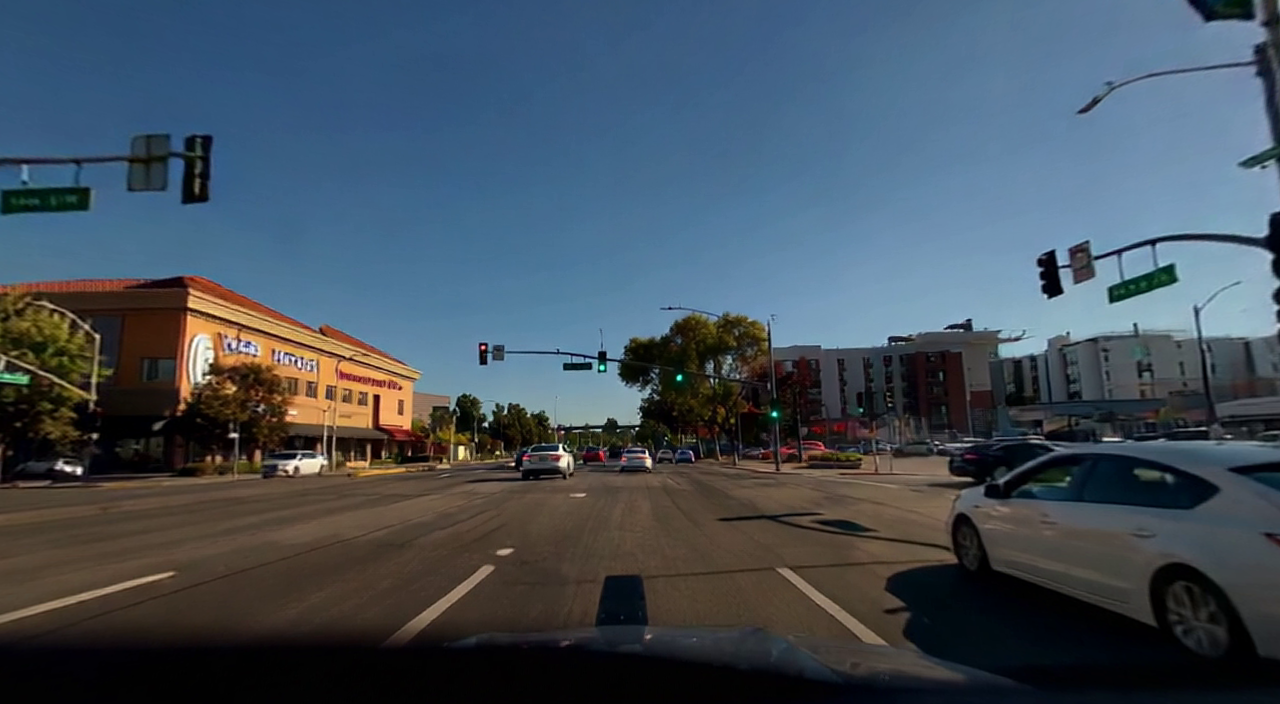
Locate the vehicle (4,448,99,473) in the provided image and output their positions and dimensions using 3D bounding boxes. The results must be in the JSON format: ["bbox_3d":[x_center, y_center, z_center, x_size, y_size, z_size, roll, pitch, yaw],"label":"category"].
[{"bbox_3d":[-42.073,7.752,45.239,4.735,1.715,2.095,-1,-8,2],"label":"vehicle"}]

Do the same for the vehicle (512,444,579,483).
[{"bbox_3d":[-4.007,4.798,27.594,2.035,1.564,4.702,-1,-8,2],"label":"vehicle"}]

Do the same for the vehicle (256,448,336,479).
[{"bbox_3d":[-21.994,7.127,40.728,2.066,1.835,5.580,0,-8,0],"label":"vehicle"}]

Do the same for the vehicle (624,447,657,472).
[{"bbox_3d":[0.002,7.037,41.586,2.072,1.473,4.139,0,-8,-1],"label":"vehicle"}]

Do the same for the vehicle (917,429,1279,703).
[{"bbox_3d":[4.524,1.465,5.486,2.119,1.479,4.910,0,-8,2],"label":"vehicle"}]
